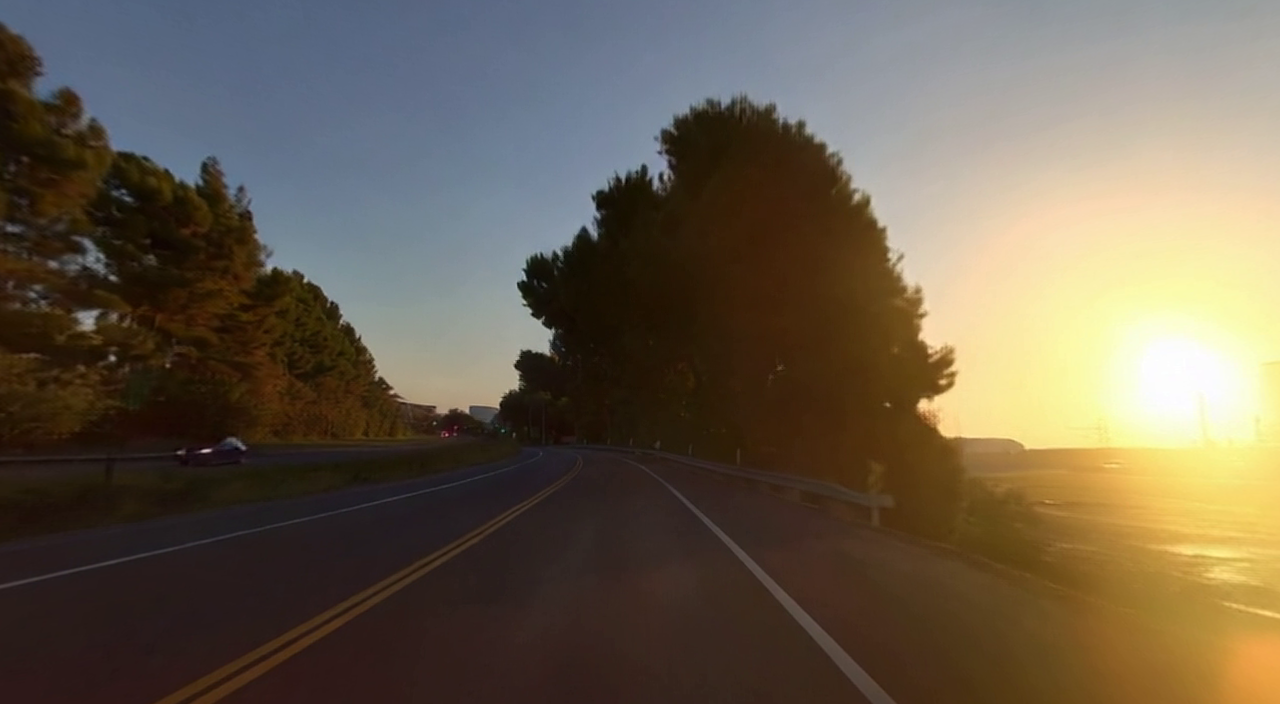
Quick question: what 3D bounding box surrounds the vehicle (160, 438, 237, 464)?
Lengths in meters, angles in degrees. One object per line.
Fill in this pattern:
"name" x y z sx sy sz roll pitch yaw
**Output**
"vehicle" -27.322 6.149 39.188 1.826 1.469 4.432 0 -9 -4
